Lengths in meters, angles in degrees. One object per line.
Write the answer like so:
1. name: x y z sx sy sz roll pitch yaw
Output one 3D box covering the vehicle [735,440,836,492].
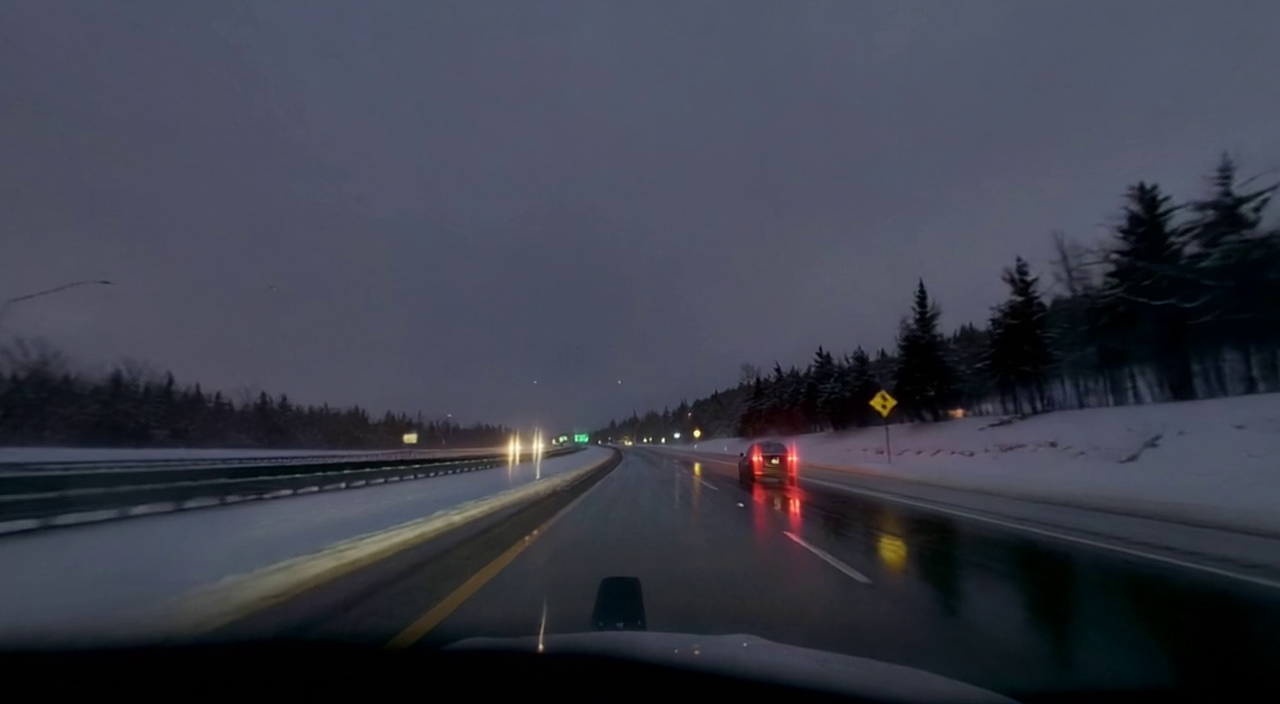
1. vehicle: 4.335 3.445 19.455 2.124 1.405 4.398 0 -8 1
